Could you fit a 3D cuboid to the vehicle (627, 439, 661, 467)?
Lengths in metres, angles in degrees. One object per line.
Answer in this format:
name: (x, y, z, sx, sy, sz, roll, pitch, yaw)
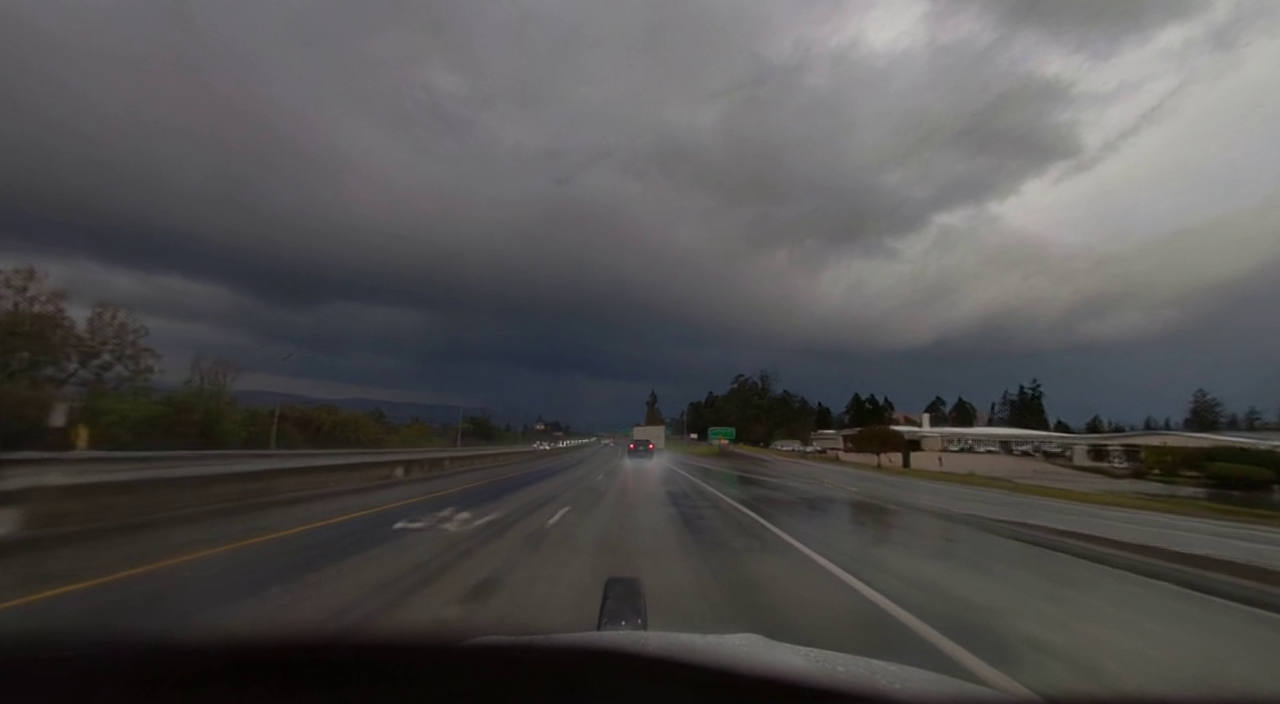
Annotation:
vehicle: (0.179, 6.490, 40.594, 2.029, 1.666, 4.064, 0, -8, -2)
